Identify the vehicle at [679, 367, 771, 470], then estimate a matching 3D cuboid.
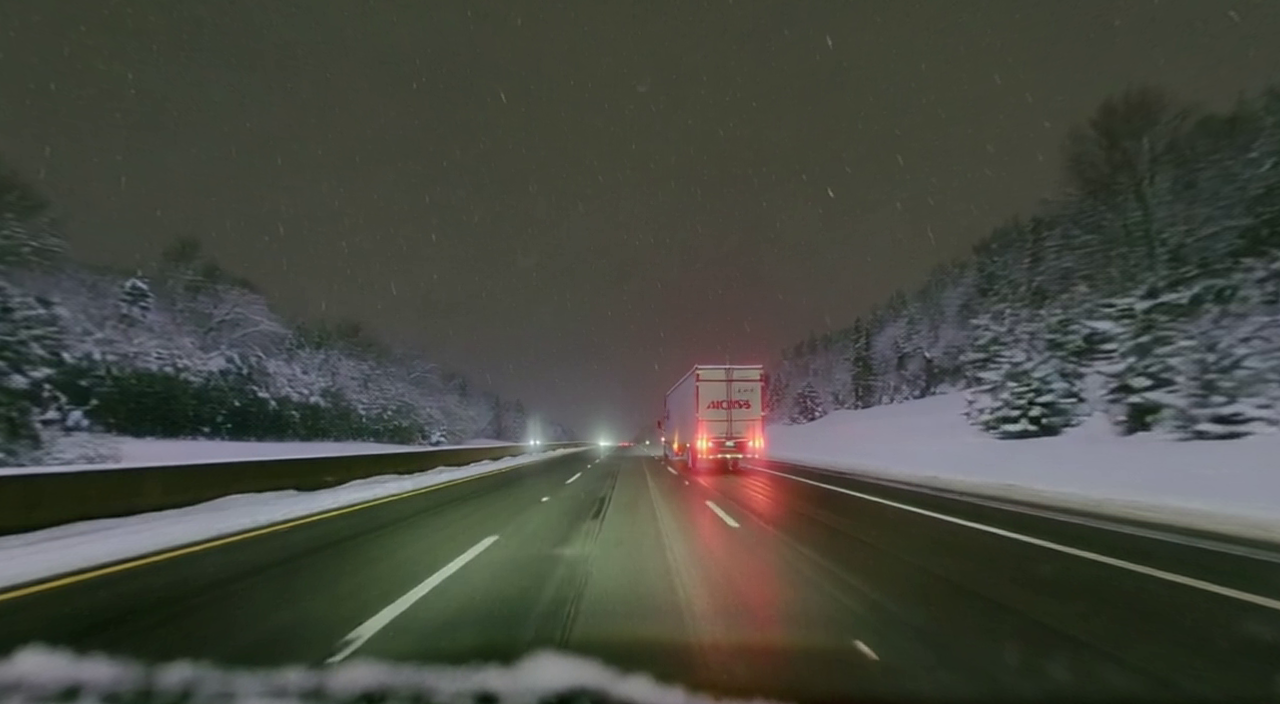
[{"bbox_3d":[3.571,3.199,28.962,2.880,3.986,9.103,0,-8,-1],"label":"vehicle"}]
